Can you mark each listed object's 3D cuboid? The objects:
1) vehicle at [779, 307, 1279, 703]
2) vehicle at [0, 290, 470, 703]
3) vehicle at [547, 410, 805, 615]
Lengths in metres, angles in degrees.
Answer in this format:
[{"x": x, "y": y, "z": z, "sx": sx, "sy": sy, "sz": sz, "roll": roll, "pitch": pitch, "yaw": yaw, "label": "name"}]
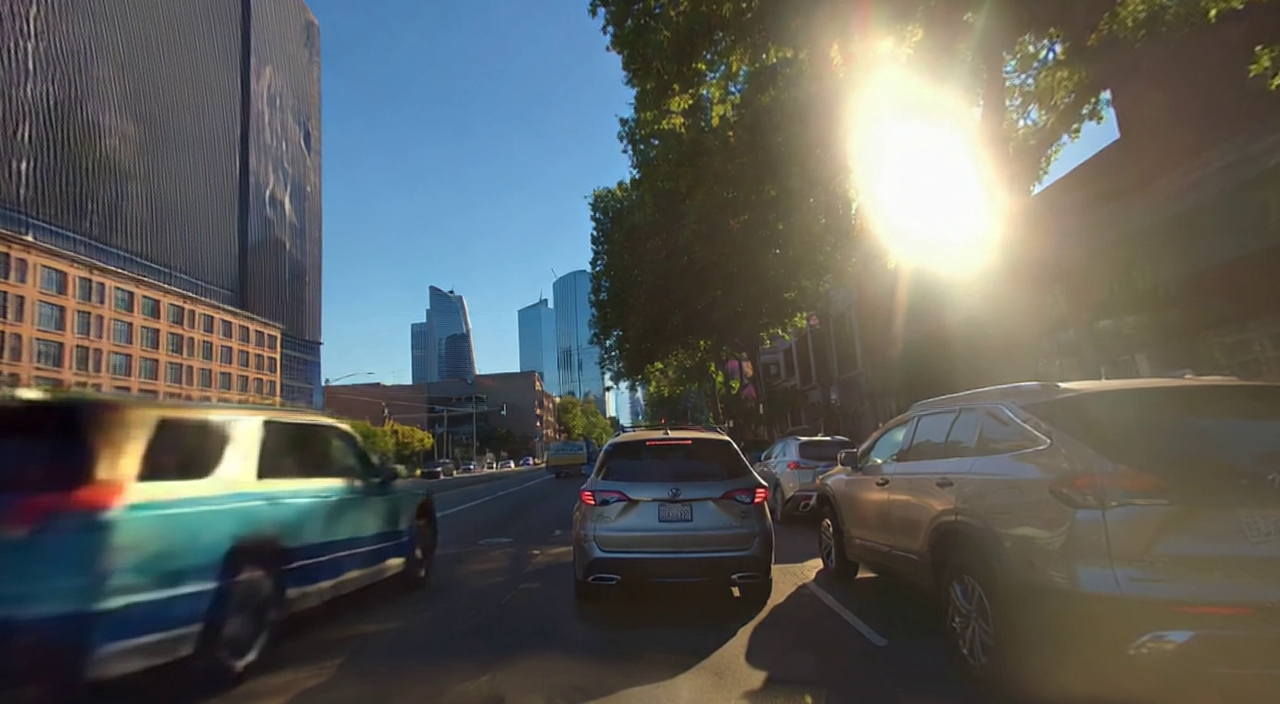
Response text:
[{"x": 2.739, "y": 1.090, "z": 4.909, "sx": 2.117, "sy": 1.855, "sz": 4.794, "roll": 0, "pitch": -9, "yaw": -1, "label": "vehicle"}, {"x": -3.203, "y": 1.111, "z": 4.494, "sx": 2.375, "sy": 1.847, "sz": 5.606, "roll": 0, "pitch": -9, "yaw": 0, "label": "vehicle"}, {"x": 0.229, "y": 1.548, "z": 6.878, "sx": 2.045, "sy": 1.608, "sz": 3.573, "roll": 0, "pitch": -9, "yaw": -2, "label": "vehicle"}]
